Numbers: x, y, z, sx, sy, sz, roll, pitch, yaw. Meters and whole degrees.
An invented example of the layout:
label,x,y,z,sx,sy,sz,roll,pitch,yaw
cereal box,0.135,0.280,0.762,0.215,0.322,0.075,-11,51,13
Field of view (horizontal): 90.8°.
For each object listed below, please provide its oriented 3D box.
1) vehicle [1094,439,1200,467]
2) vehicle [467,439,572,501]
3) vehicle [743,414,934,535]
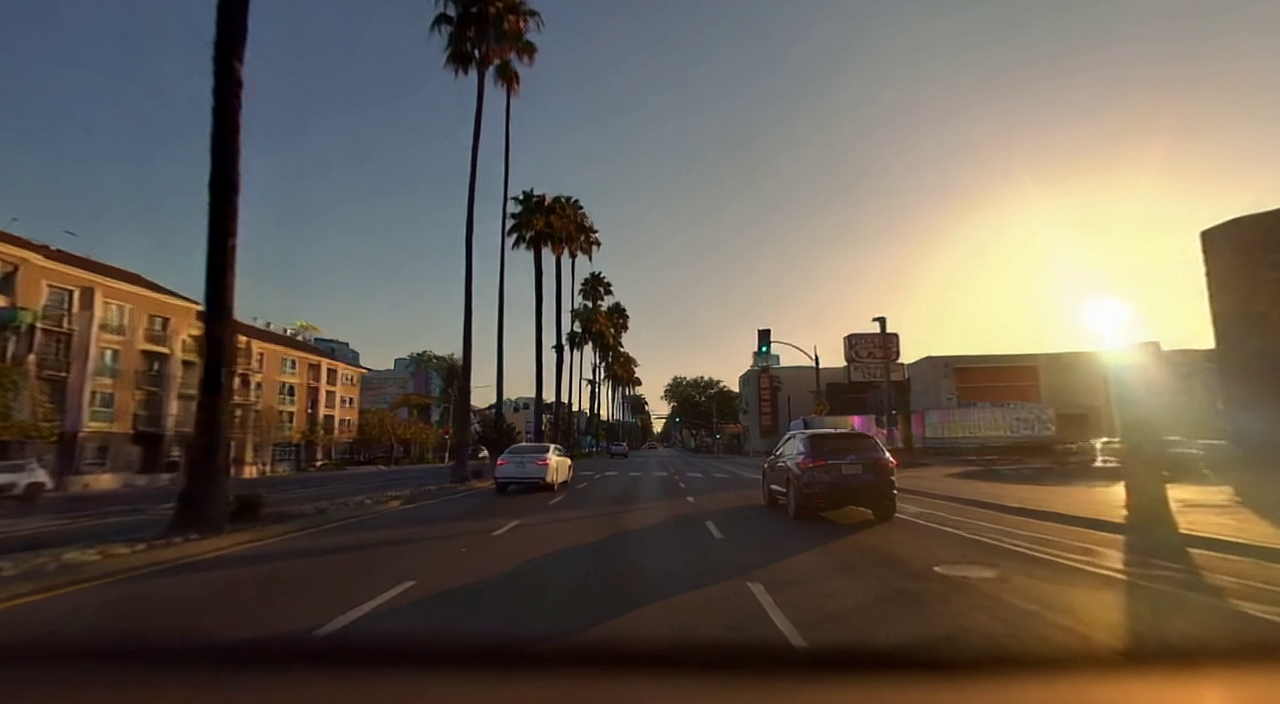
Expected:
label,x,y,z,sx,sy,sz,roll,pitch,yaw
vehicle,31.668,6.330,39.724,1.947,1.539,5.296,-2,-8,-4
vehicle,-3.183,3.199,17.582,2.034,1.498,3.995,-1,-9,2
vehicle,3.213,2.093,11.290,1.982,1.711,4.276,0,-9,0
